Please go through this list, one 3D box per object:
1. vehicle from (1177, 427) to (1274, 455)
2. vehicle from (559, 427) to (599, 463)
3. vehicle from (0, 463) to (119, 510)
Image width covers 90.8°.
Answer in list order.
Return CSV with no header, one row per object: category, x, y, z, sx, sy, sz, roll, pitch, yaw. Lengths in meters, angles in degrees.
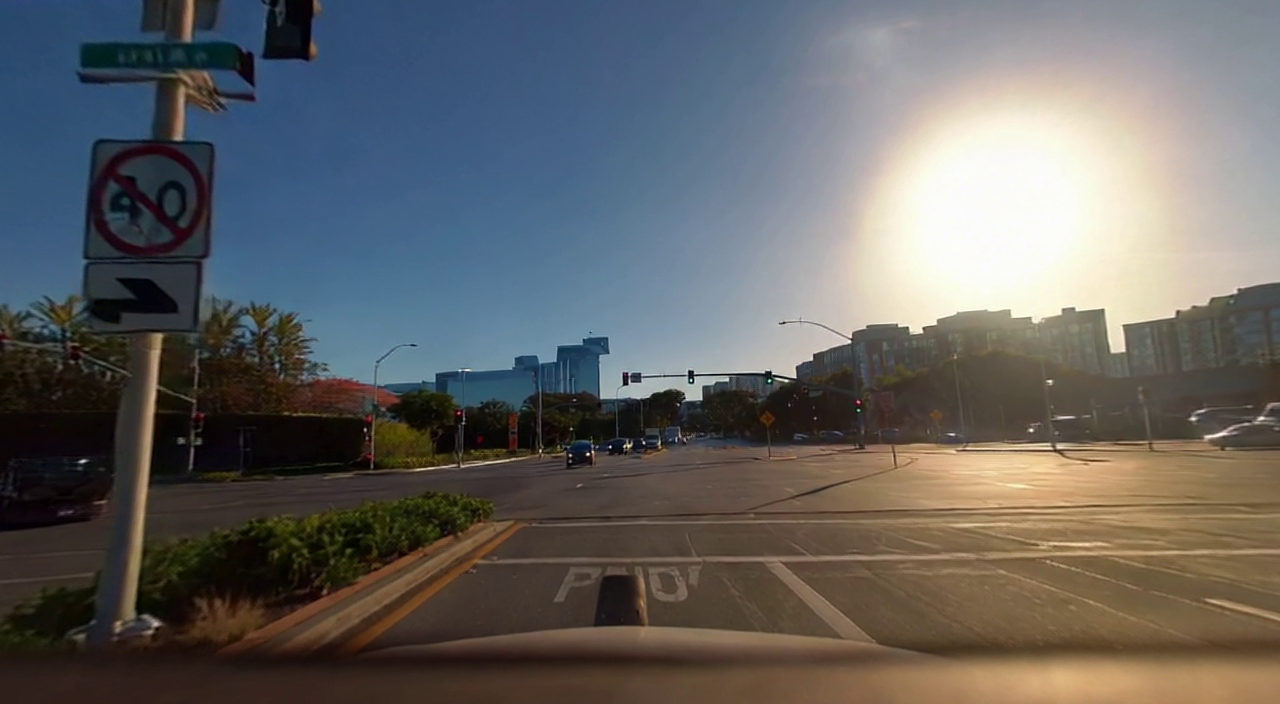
vehicle,40.082,6.144,43.456,2.173,1.751,4.931,-1,-9,5
vehicle,-4.630,7.220,48.888,2.522,2.605,6.598,0,-9,-1
vehicle,-24.482,5.416,25.712,4.706,1.734,2.253,-1,-9,6
